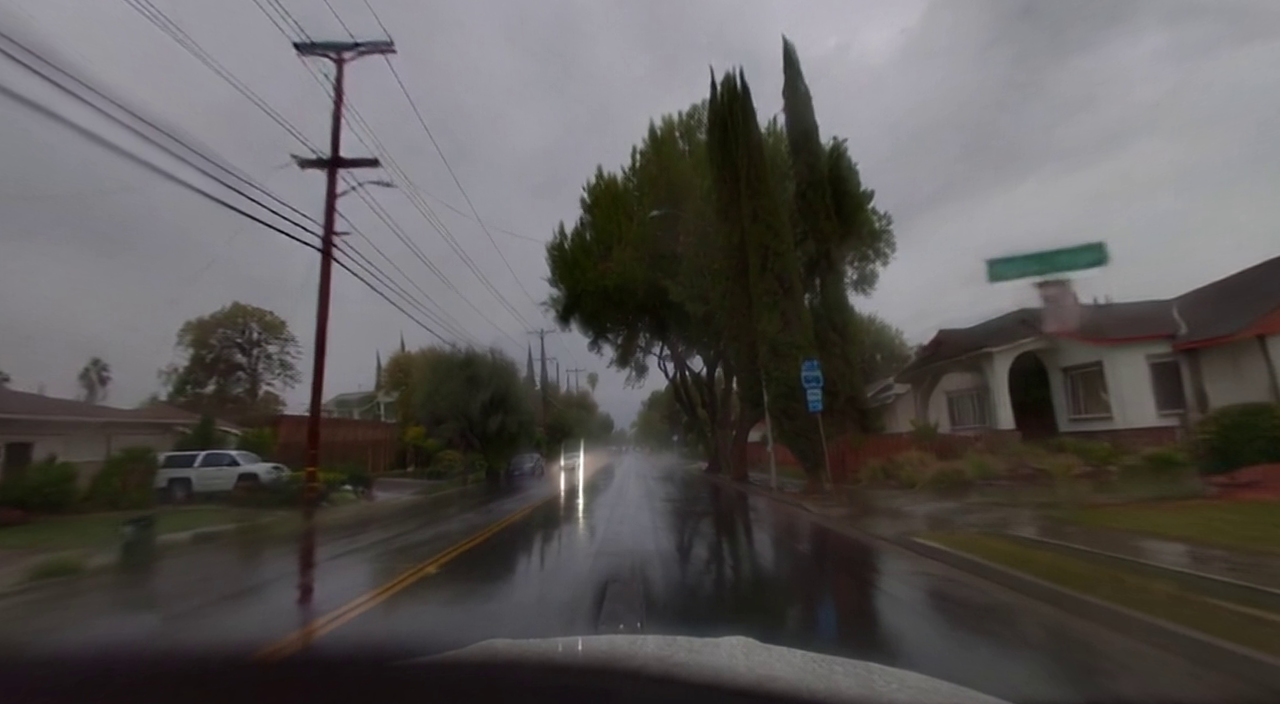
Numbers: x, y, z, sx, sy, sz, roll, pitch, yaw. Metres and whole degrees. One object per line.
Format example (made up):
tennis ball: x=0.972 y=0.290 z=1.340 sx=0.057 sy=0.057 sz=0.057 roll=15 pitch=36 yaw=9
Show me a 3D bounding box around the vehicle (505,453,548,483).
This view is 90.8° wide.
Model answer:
vehicle: x=-7.275 y=7.469 z=40.899 sx=1.869 sy=1.442 sz=4.344 roll=-9 pitch=-8 yaw=-1
